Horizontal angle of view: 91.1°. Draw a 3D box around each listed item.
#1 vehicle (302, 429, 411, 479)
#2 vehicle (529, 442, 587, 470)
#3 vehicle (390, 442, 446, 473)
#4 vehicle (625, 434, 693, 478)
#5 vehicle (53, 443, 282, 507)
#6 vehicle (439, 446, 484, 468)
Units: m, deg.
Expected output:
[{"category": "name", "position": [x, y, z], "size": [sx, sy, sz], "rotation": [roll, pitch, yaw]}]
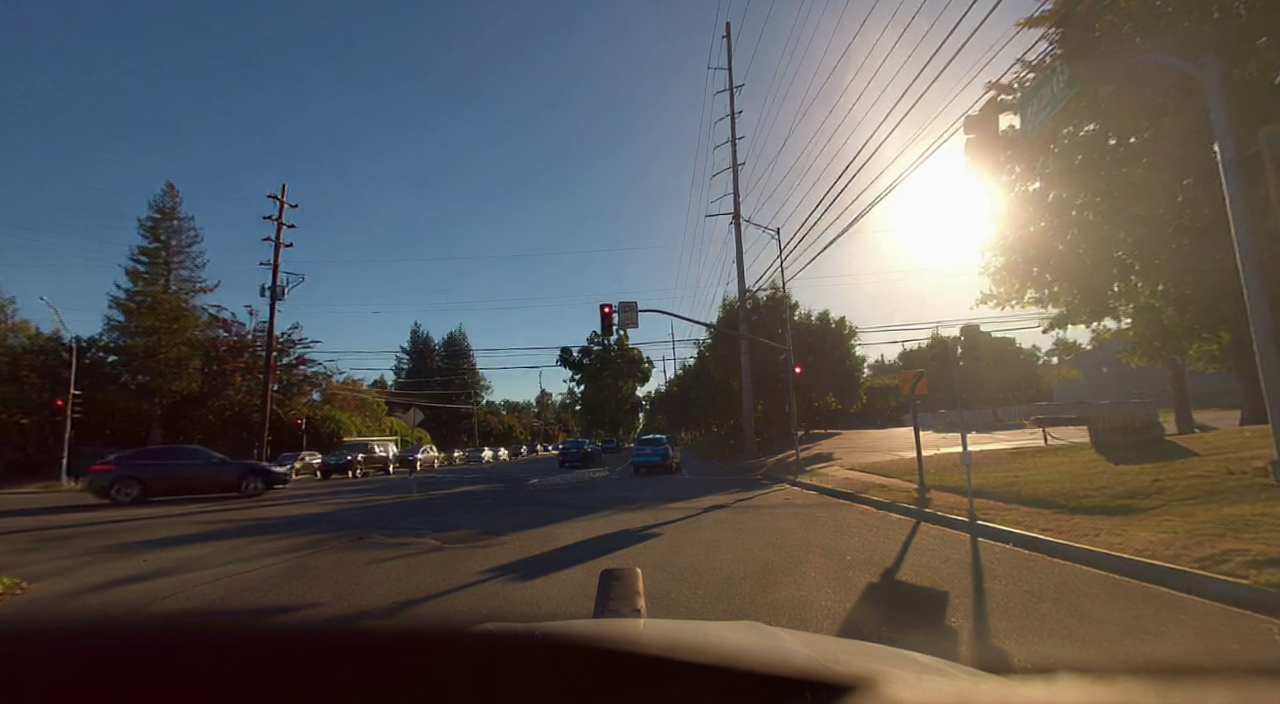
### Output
[{"category": "vehicle", "position": [-13.123, 4.767, 29.625], "size": [2.350, 2.104, 5.828], "rotation": [0, -8, 1]}, {"category": "vehicle", "position": [-4.479, 5.766, 35.047], "size": [1.904, 1.482, 4.603], "rotation": [-2, -9, 9]}, {"category": "vehicle", "position": [-13.231, 6.303, 37.631], "size": [1.772, 1.647, 4.221], "rotation": [-4, -9, 0]}, {"category": "vehicle", "position": [0.919, 4.337, 26.429], "size": [2.051, 1.666, 4.607], "rotation": [-2, -9, 12]}, {"category": "vehicle", "position": [-12.307, 3.165, 16.649], "size": [4.531, 1.446, 1.846], "rotation": [6, -11, -38]}, {"category": "vehicle", "position": [-12.688, 7.484, 44.904], "size": [1.841, 1.477, 4.485], "rotation": [-1, -8, 1]}]
